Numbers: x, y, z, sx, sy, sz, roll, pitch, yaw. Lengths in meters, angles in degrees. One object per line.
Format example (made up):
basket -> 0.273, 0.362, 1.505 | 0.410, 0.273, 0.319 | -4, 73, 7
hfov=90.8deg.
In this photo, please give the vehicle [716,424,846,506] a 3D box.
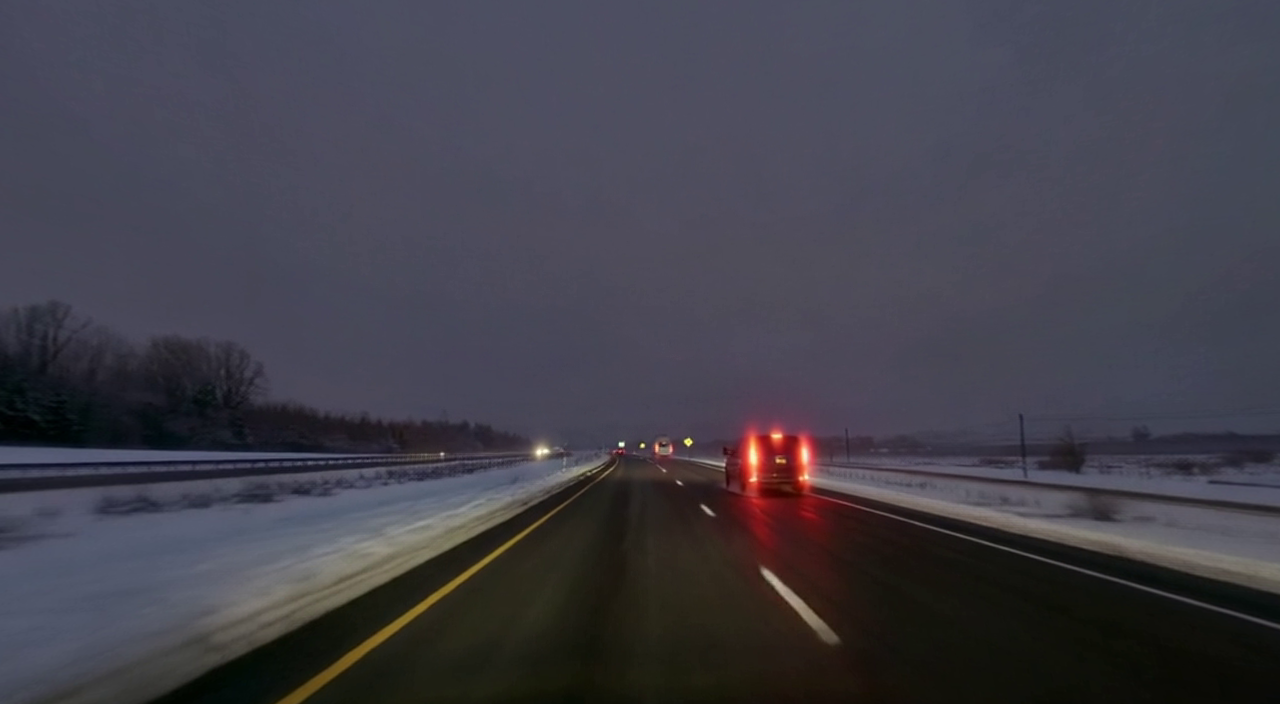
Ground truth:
vehicle -> 3.403, 2.847, 16.390 | 2.141, 1.785, 4.778 | 0, -8, -2
